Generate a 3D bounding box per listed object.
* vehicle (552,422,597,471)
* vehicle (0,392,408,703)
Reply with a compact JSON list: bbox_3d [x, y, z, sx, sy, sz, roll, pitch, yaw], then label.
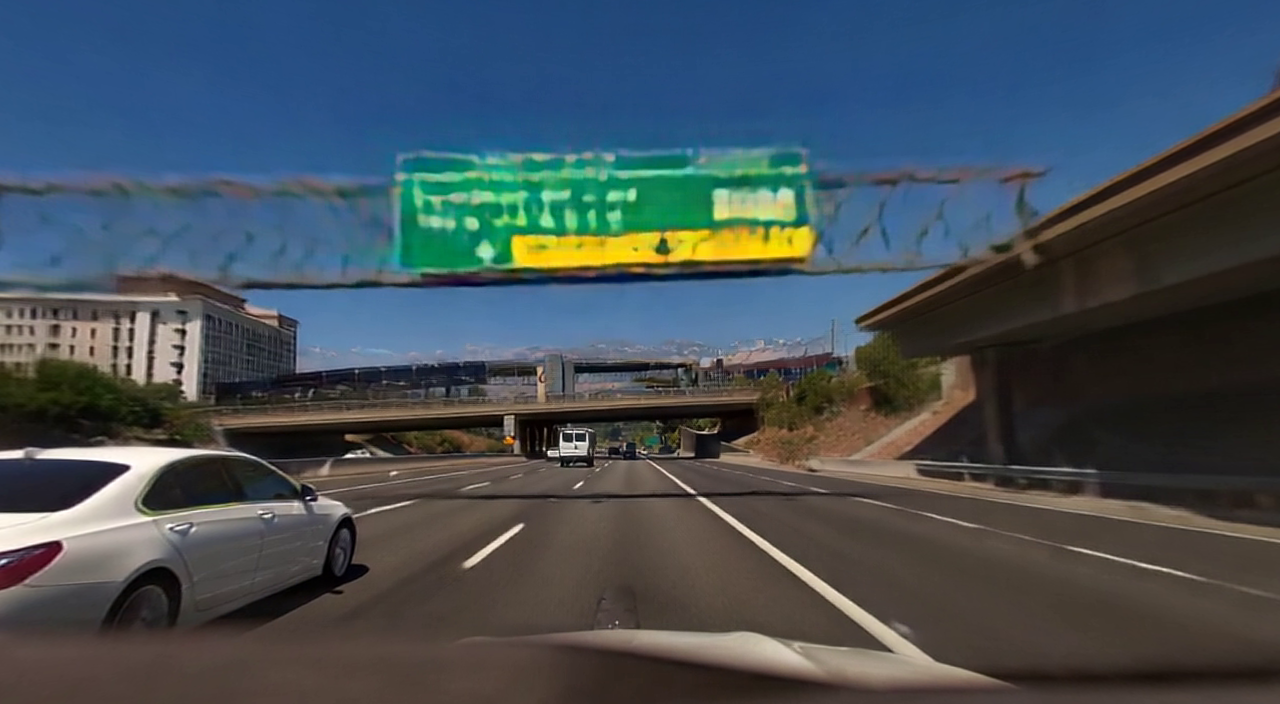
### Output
[{"bbox_3d":[-4.250,6.317,42.196,2.364,2.953,6.732,0,-9,-1],"label":"vehicle"},{"bbox_3d":[-3.589,1.268,4.669,2.025,1.556,4.594,0,-9,0],"label":"vehicle"}]
